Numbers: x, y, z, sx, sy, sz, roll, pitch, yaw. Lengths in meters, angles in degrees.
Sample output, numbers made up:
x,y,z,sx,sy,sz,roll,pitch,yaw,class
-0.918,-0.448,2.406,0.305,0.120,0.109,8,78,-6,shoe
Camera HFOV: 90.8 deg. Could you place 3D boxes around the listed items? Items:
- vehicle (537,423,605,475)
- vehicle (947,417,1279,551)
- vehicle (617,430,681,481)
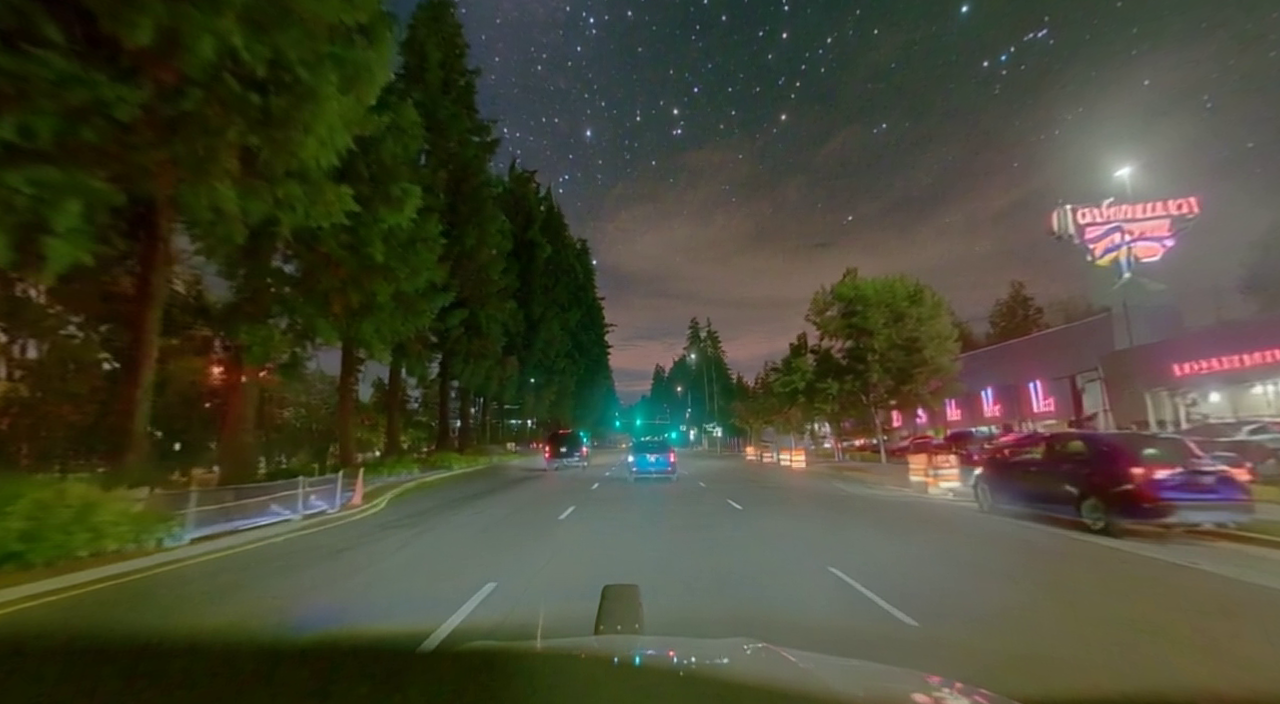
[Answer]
x,y,z,sx,sy,sz,roll,pitch,yaw,class
-2.926,4.292,28.174,2.357,2.063,5.488,0,-8,1,vehicle
6.914,1.880,9.699,2.076,1.535,4.460,0,-9,-1,vehicle
0.306,3.850,23.806,2.168,1.725,4.192,0,-8,0,vehicle
